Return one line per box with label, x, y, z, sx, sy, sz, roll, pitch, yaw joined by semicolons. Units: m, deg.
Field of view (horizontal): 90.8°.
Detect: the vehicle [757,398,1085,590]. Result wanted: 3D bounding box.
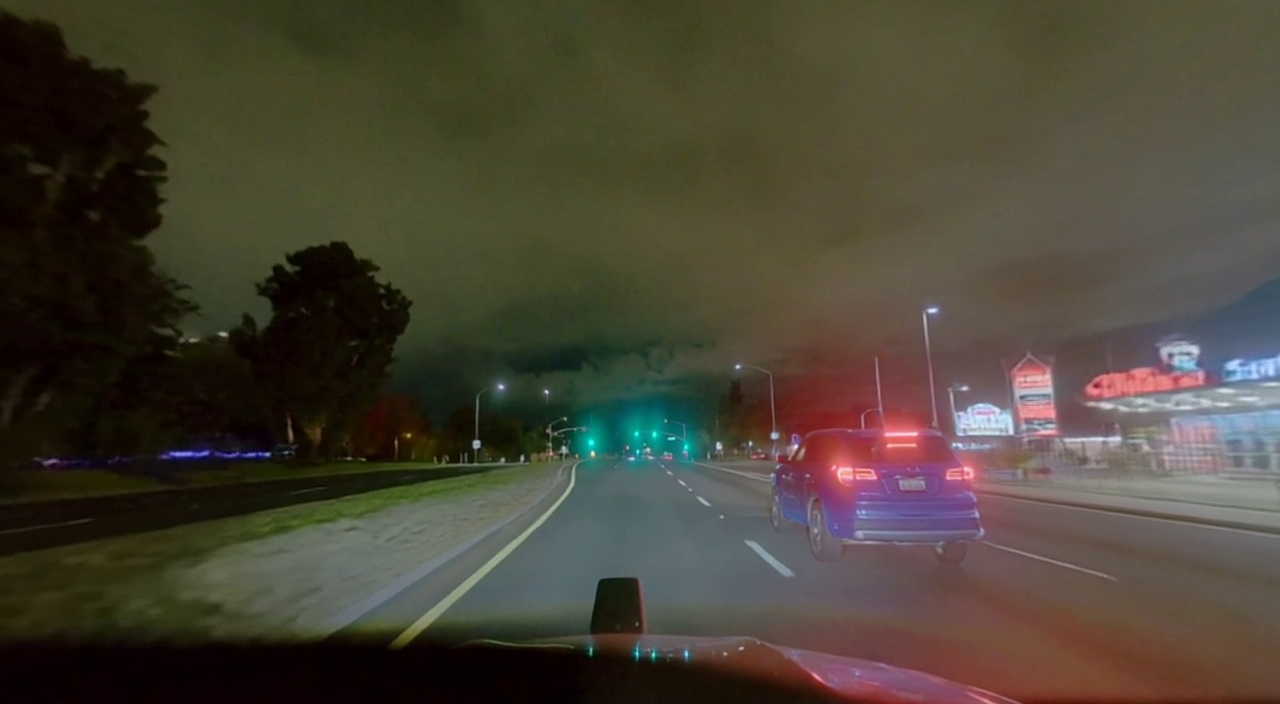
vehicle;3.084;1.683;8.329;2.130;1.790;4.615;0;-9;-1
